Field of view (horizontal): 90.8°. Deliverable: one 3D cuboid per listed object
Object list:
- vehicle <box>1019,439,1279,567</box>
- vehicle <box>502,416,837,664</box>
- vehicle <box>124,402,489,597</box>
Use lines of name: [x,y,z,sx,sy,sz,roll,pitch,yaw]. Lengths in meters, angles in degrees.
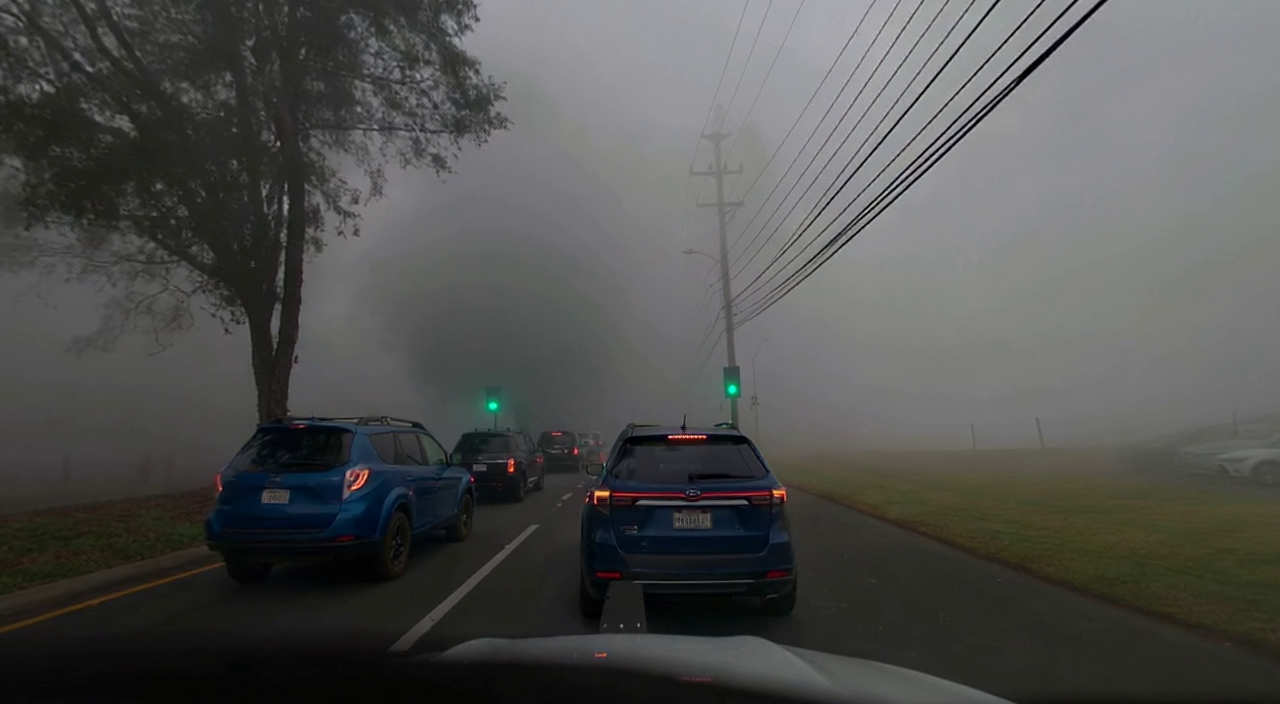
vehicle: [8.388,2.160,9.925,1.993,1.508,4.521,0,-9,-1]
vehicle: [0.116,1.450,5.946,2.056,1.487,4.003,0,-9,-2]
vehicle: [-3.470,1.628,7.812,2.105,1.706,4.337,0,-9,0]
